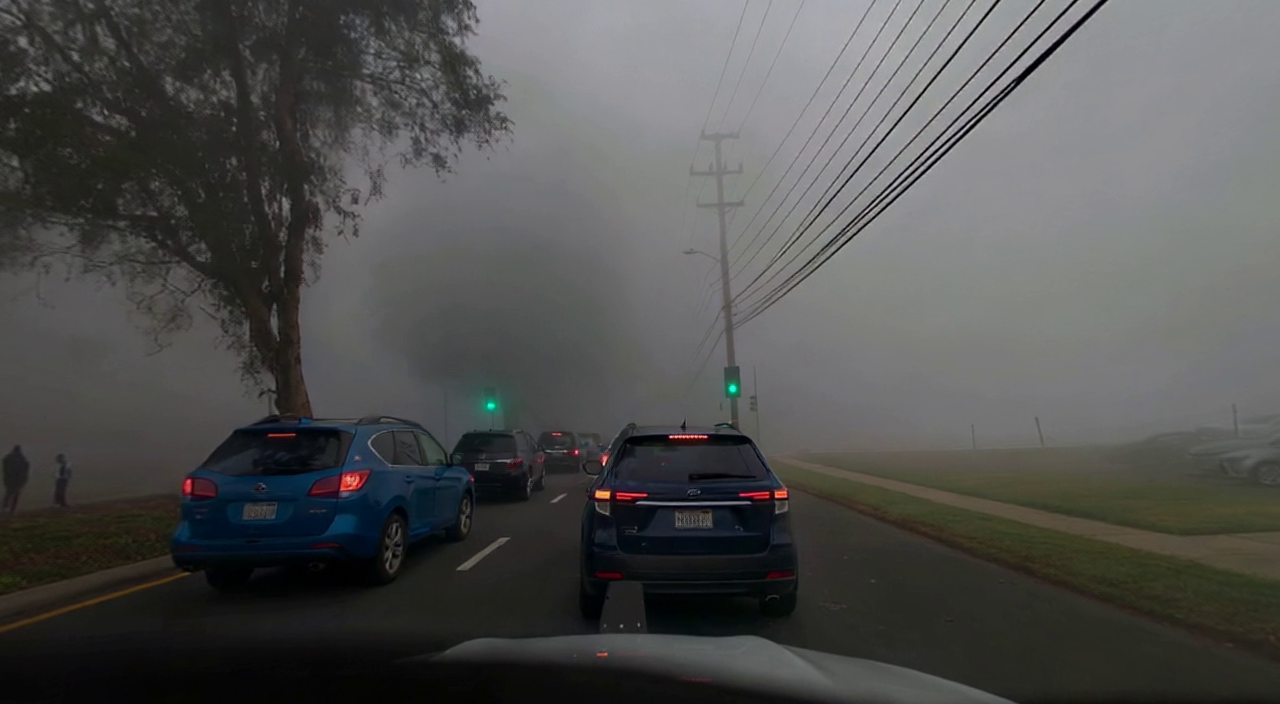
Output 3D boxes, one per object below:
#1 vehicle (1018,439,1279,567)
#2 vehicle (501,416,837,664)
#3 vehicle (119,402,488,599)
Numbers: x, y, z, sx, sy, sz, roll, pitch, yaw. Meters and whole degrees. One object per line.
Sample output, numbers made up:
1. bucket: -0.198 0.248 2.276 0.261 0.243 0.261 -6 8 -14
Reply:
1. vehicle: 8.382 2.160 9.931 1.993 1.508 4.521 0 -9 -1
2. vehicle: 0.112 1.449 5.946 2.056 1.487 4.003 0 -9 -2
3. vehicle: -3.473 1.623 7.763 2.105 1.706 4.337 0 -9 0
